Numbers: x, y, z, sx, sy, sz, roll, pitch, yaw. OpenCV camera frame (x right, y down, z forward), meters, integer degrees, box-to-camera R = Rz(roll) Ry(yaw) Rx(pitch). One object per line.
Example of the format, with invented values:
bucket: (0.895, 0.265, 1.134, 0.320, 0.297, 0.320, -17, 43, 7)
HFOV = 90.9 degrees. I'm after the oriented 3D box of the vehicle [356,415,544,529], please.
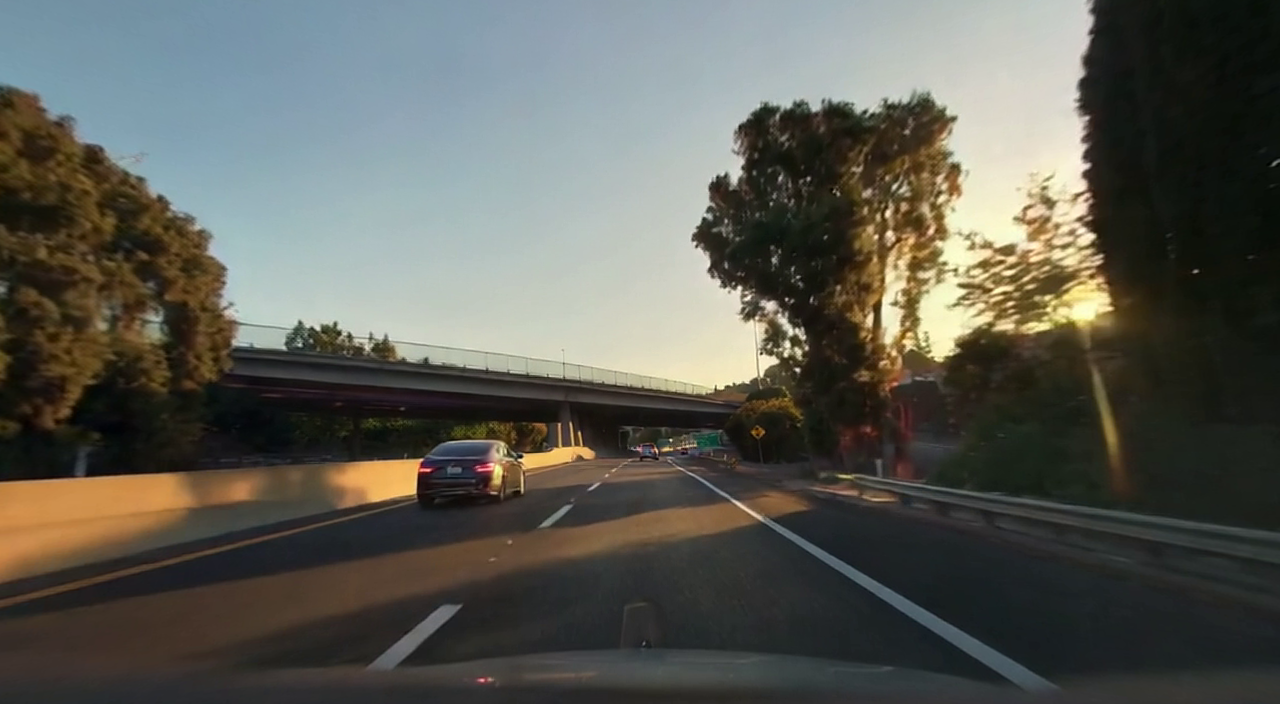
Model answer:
vehicle: (-3.538, 2.402, 13.249, 2.143, 1.851, 5.817, 0, -9, 0)
